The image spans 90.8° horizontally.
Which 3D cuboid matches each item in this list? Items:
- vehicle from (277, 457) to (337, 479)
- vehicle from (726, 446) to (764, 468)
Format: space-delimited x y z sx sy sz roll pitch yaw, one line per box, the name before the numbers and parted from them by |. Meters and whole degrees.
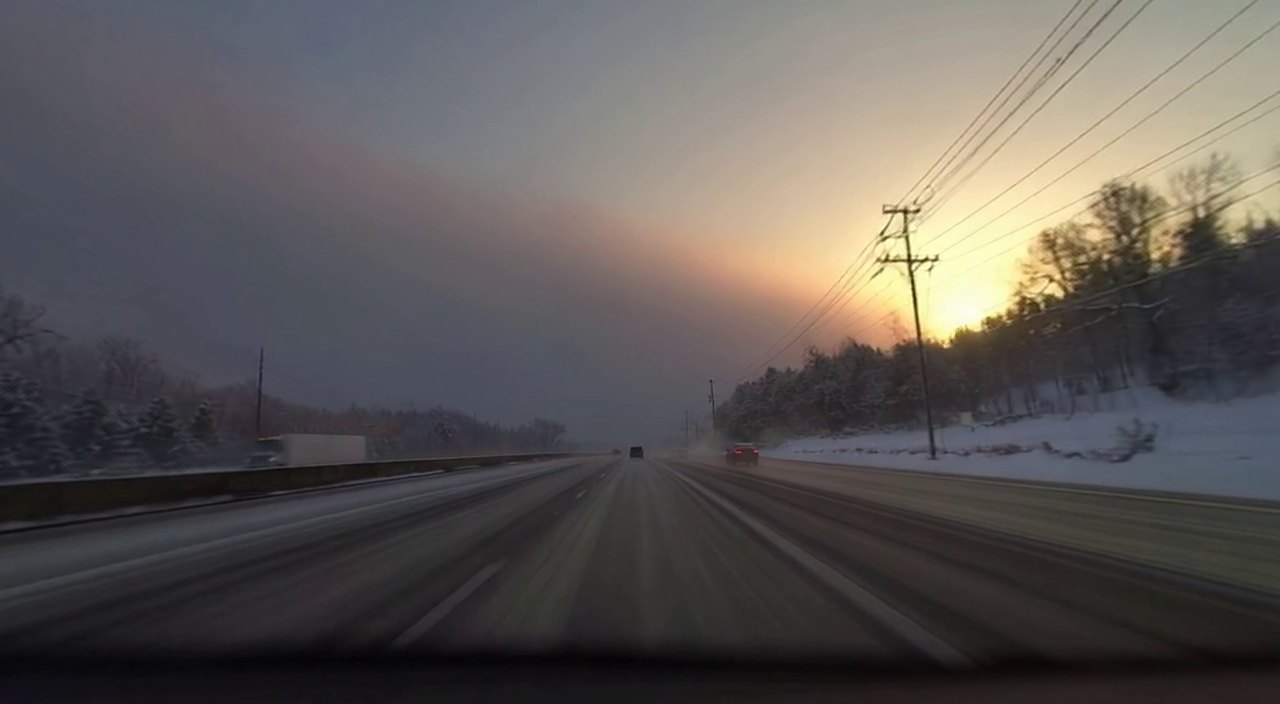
vehicle | -25.227 8.750 48.002 2.340 1.509 4.076 0 -9 0
vehicle | 7.227 7.258 43.759 1.817 1.440 4.075 0 -9 -2
